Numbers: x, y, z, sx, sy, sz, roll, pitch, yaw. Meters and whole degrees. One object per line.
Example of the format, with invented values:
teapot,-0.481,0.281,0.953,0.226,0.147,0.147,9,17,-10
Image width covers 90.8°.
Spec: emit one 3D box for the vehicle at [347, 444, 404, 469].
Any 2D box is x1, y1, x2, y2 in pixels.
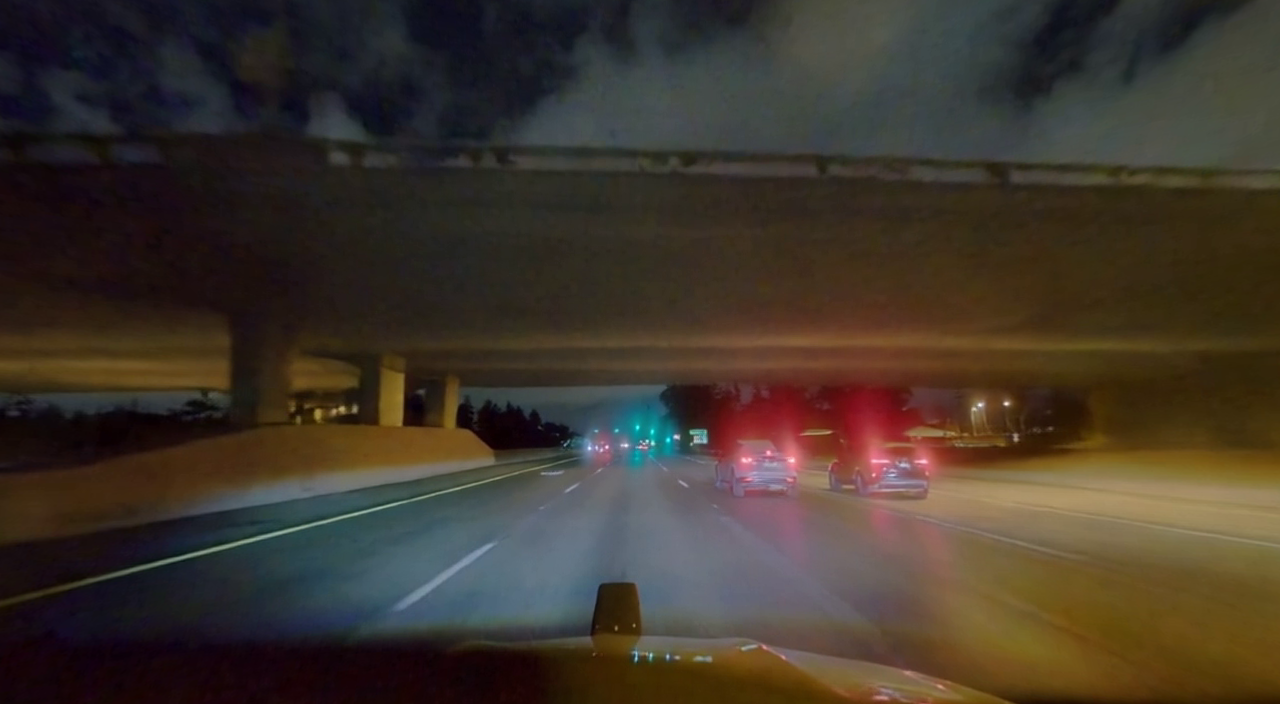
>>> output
vehicle,-17.603,6.971,42.295,1.897,1.585,4.495,0,-9,-1
